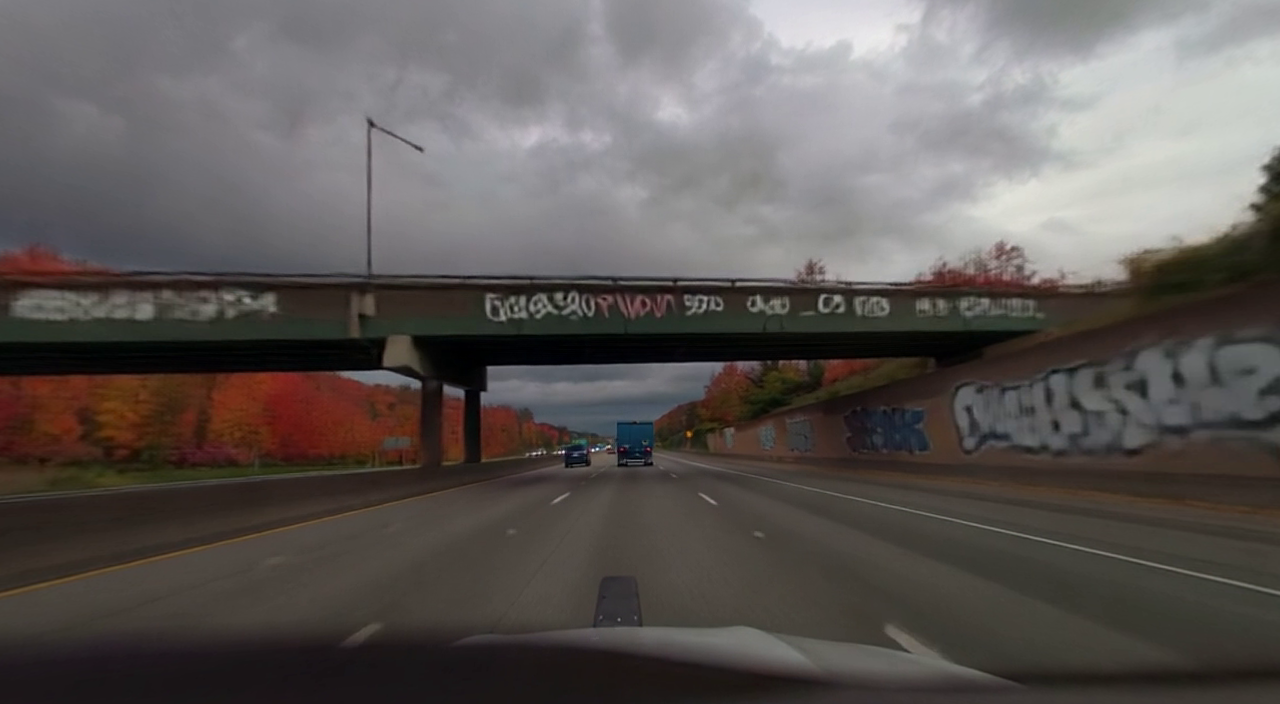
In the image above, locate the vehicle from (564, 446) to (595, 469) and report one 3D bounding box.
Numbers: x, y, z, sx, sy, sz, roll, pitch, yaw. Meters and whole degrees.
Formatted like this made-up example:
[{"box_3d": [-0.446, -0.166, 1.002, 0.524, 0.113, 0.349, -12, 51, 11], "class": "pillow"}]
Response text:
[{"box_3d": [-4.336, 7.611, 45.357, 1.892, 1.529, 3.996, 0, -9, -1], "class": "vehicle"}]
